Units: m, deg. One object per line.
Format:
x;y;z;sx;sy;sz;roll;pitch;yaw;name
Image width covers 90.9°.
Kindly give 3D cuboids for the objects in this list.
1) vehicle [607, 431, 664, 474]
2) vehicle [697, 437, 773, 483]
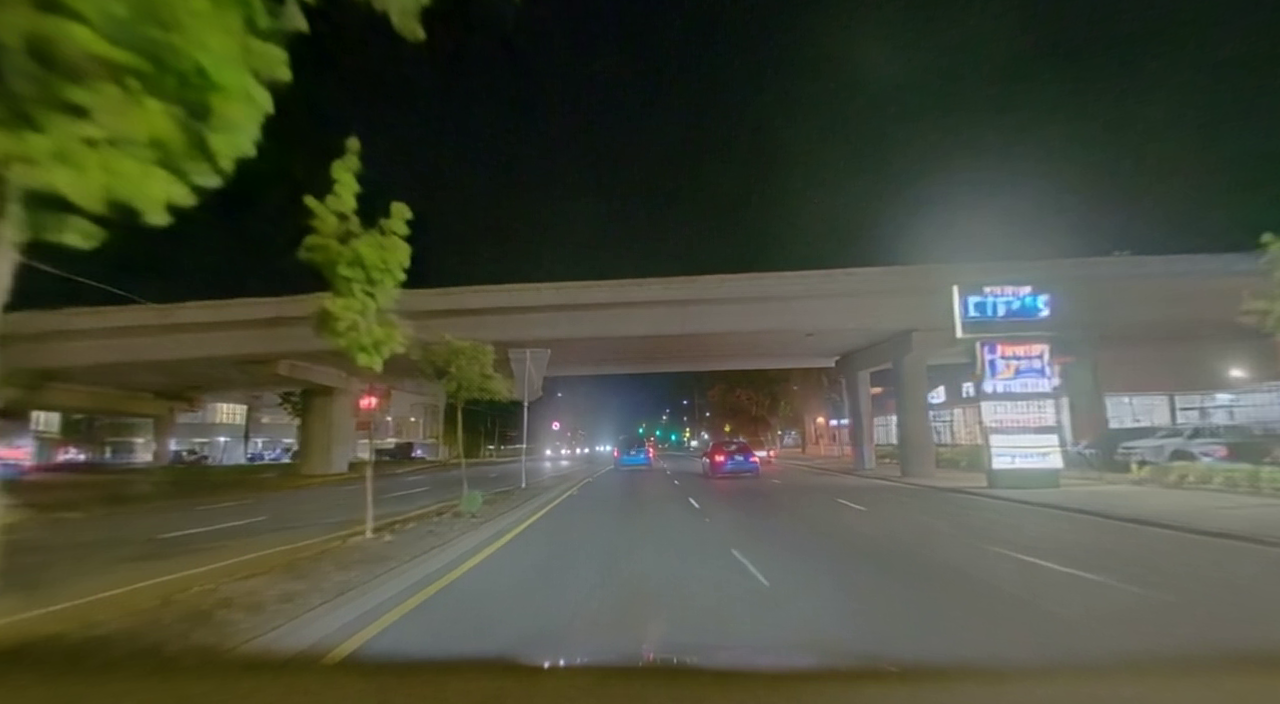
-0.150;4.590;29.145;2.441;1.813;4.581;0;-8;1;vehicle
3.323;3.857;22.956;1.954;1.479;4.557;0;-8;-1;vehicle
